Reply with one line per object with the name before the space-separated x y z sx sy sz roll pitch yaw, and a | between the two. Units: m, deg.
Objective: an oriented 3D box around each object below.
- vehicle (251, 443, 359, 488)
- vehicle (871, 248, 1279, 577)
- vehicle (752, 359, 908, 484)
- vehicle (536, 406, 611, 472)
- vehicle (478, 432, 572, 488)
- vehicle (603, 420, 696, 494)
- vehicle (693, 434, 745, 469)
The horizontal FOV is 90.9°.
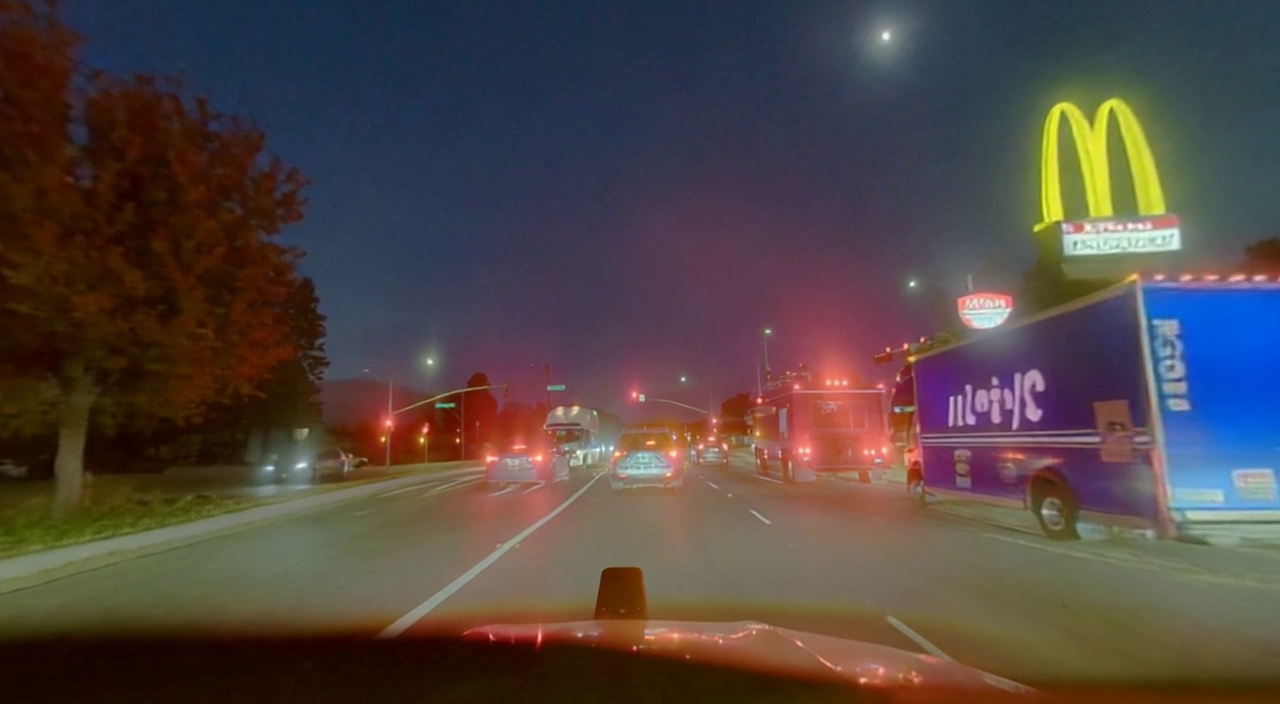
vehicle | -13.331 4.486 25.469 1.928 1.497 4.446 -1 -7 0
vehicle | 6.737 1.114 10.371 2.891 3.361 7.843 -1 -8 0
vehicle | 6.937 2.954 25.208 2.816 3.804 10.315 -3 -9 0
vehicle | -3.017 4.232 30.577 2.715 2.791 7.171 -1 -8 1
vehicle | -3.390 3.280 19.524 2.008 1.500 4.369 -1 -8 1
vehicle | 0.257 2.785 17.059 2.209 1.718 4.008 -1 -8 1
vehicle | 3.767 4.791 30.690 2.075 1.540 4.411 -1 -8 2
